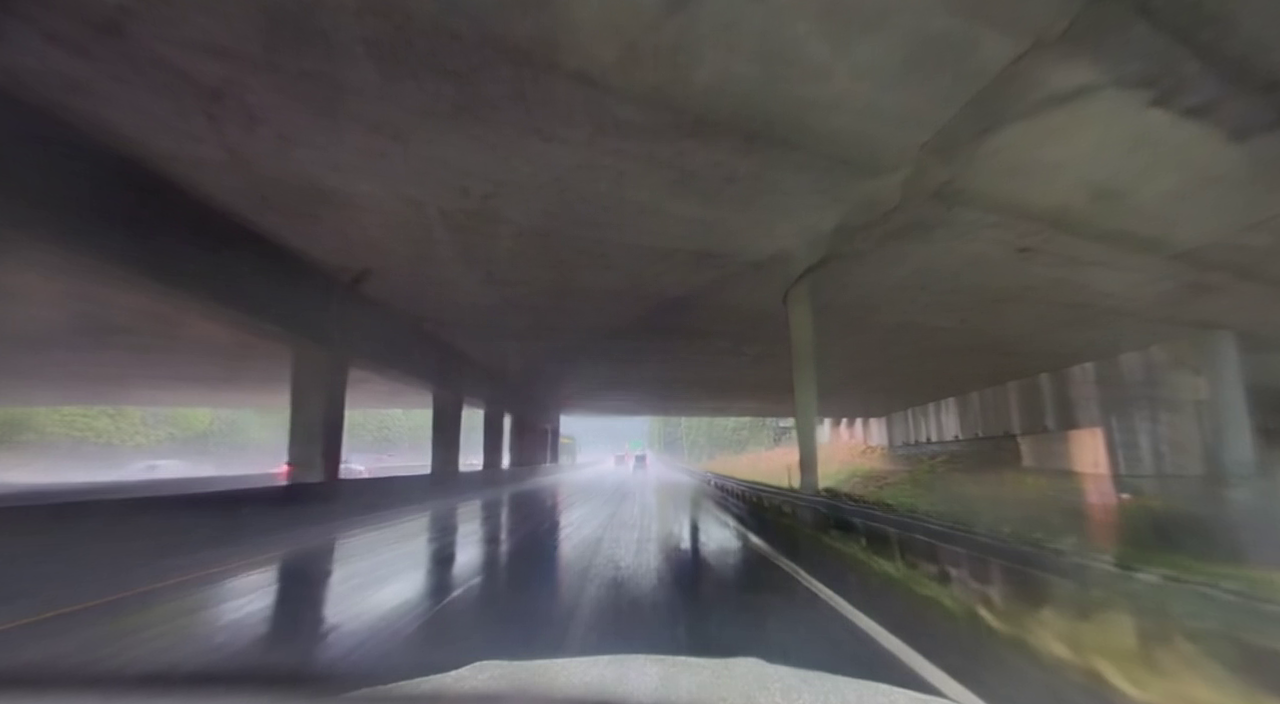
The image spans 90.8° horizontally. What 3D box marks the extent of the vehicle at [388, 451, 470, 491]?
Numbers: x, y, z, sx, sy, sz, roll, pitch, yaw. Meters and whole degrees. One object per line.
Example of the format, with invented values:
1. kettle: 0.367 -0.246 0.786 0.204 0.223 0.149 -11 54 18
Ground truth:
1. vehicle: -9.159 5.184 27.871 1.979 1.600 4.516 0 -9 1

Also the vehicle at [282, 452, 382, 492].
1. vehicle: -13.607 5.303 28.264 2.059 1.615 4.688 0 -9 0
